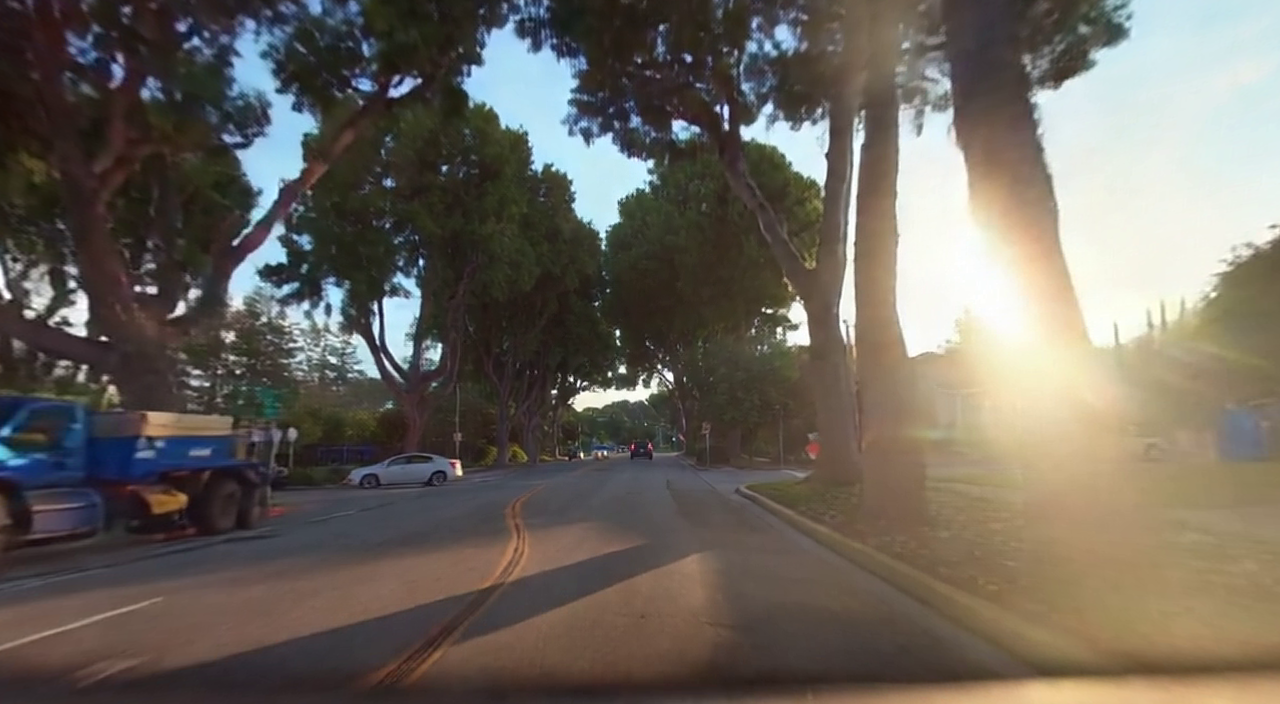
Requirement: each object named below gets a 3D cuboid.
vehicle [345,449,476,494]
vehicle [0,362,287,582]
[{"bbox_3d":[-9.392,4.919,26.060,4.594,1.696,1.971,1,-9,-1],"label":"vehicle"},{"bbox_3d":[-9.373,1.941,10.279,2.816,2.723,7.506,-4,-9,1],"label":"vehicle"}]
